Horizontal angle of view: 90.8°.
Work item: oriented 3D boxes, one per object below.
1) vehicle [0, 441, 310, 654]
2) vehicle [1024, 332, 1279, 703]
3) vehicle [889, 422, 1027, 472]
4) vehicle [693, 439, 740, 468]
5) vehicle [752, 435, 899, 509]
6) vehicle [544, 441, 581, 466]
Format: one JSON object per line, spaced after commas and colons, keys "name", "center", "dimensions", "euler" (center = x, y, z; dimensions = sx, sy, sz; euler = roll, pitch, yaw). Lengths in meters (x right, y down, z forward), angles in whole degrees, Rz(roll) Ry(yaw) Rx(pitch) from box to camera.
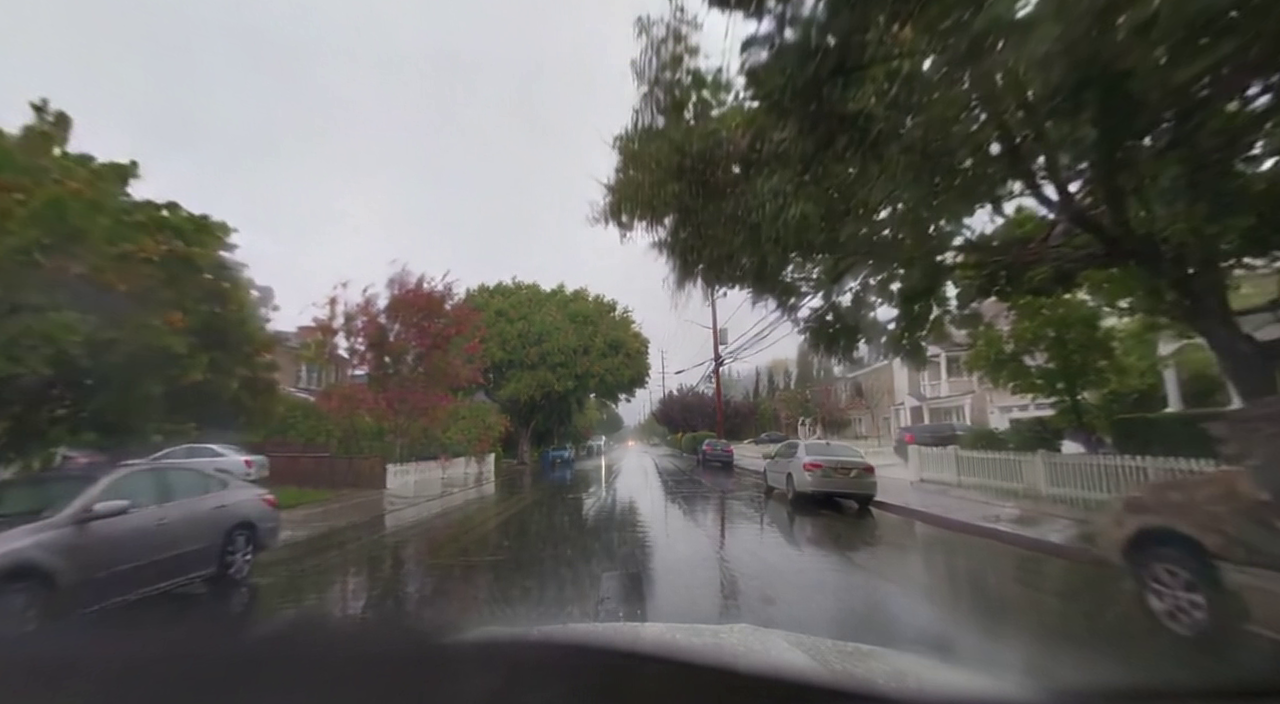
{"name": "vehicle", "center": [-5.697, 1.710, 6.125], "dimensions": [2.011, 1.465, 5.686], "euler": [-3, -7, 0]}
{"name": "vehicle", "center": [4.198, 0.727, 2.410], "dimensions": [2.105, 1.836, 5.278], "euler": [0, -8, 0]}
{"name": "vehicle", "center": [12.527, 3.741, 25.120], "dimensions": [4.329, 1.863, 2.059], "euler": [-1, -6, 2]}
{"name": "vehicle", "center": [4.260, 5.686, 35.637], "dimensions": [2.020, 1.558, 3.925], "euler": [0, -8, -2]}
{"name": "vehicle", "center": [4.214, 2.804, 15.422], "dimensions": [1.936, 1.464, 5.141], "euler": [0, -8, -1]}
{"name": "vehicle", "center": [-5.691, 7.541, 47.123], "dimensions": [1.954, 1.551, 5.128], "euler": [-3, -7, 1]}
